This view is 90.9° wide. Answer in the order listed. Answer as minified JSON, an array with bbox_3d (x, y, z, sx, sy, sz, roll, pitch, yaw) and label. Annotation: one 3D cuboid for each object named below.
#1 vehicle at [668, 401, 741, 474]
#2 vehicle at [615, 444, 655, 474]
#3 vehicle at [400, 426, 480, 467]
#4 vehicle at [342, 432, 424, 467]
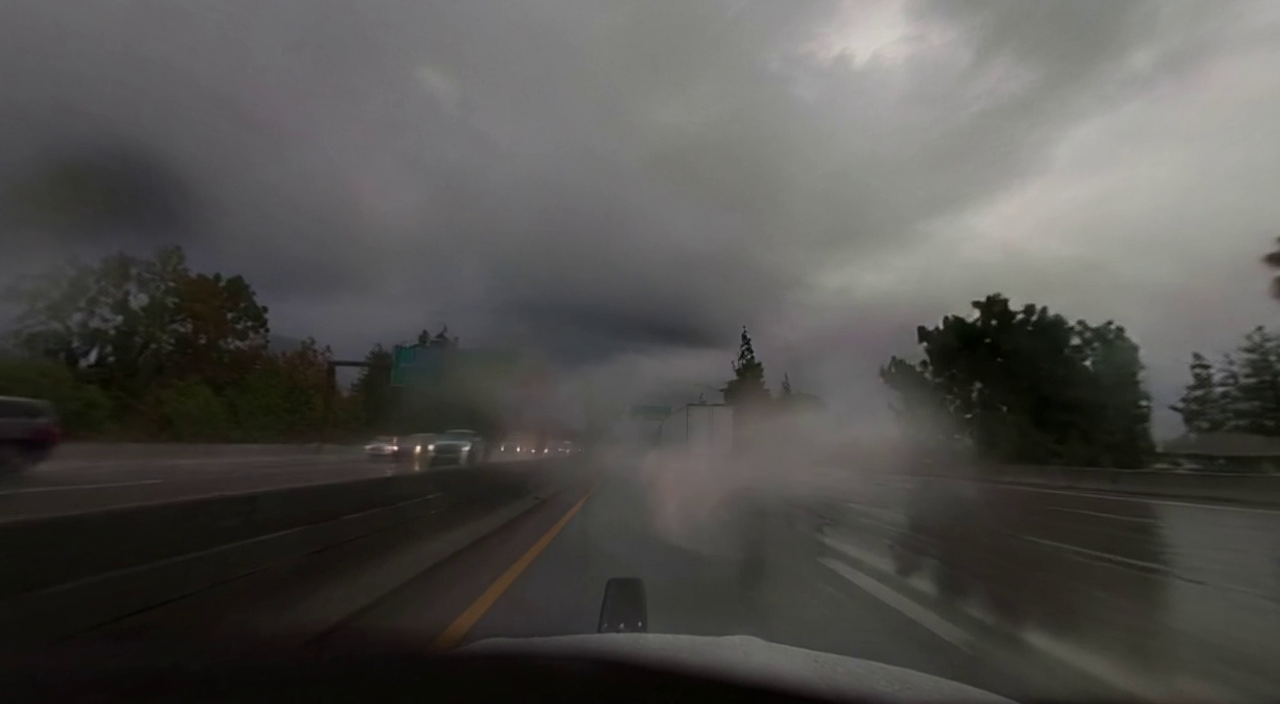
[{"bbox_3d":[3.865,5.730,41.323,2.931,4.009,12.800,0,-9,-2],"label":"vehicle"},{"bbox_3d":[-0.332,6.025,35.629,2.111,1.599,3.859,0,-9,-2],"label":"vehicle"},{"bbox_3d":[-7.774,3.738,24.922,1.877,1.481,4.062,0,-9,-1],"label":"vehicle"},{"bbox_3d":[-11.783,4.540,29.276,1.867,1.499,4.538,0,-9,0],"label":"vehicle"}]
